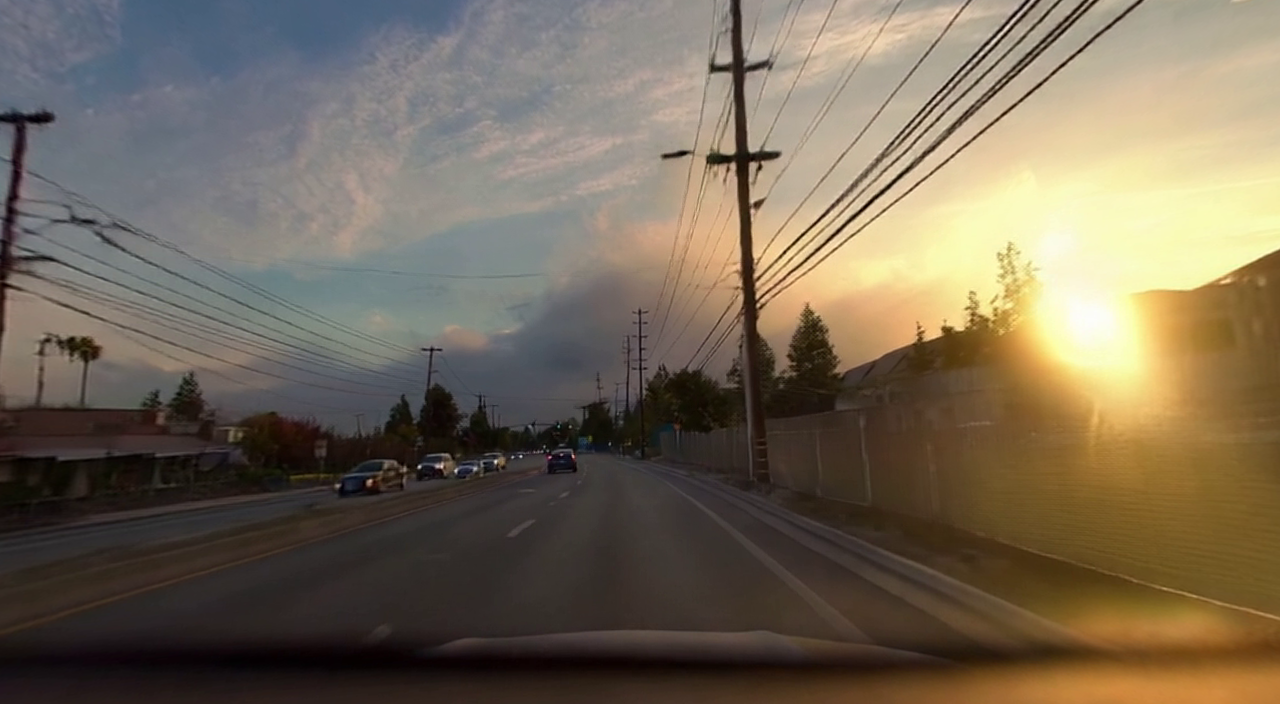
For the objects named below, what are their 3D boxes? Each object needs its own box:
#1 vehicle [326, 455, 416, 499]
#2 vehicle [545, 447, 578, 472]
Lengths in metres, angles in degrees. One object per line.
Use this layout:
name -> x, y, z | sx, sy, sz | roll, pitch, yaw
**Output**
vehicle -> -10.770, 5.001, 25.596 | 1.911, 1.508, 4.448 | 0, -9, -3
vehicle -> -5.139, 7.084, 41.764 | 1.992, 1.515, 4.289 | 0, -9, -4
